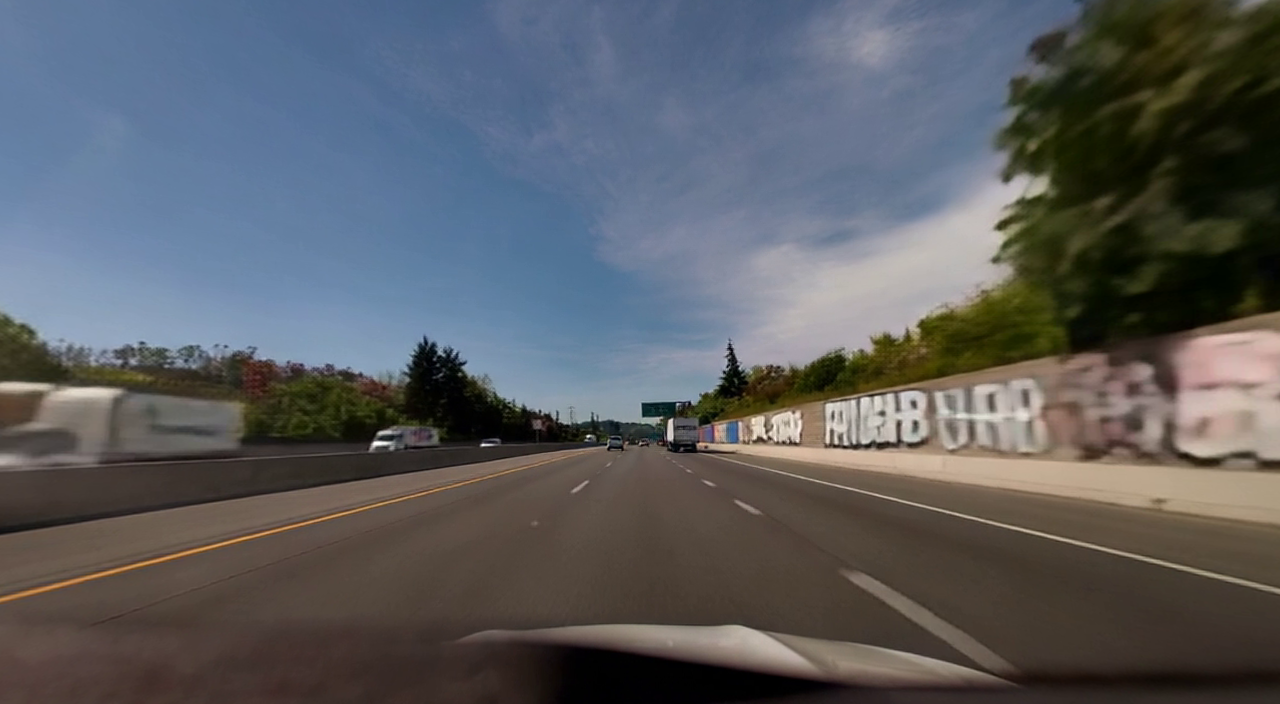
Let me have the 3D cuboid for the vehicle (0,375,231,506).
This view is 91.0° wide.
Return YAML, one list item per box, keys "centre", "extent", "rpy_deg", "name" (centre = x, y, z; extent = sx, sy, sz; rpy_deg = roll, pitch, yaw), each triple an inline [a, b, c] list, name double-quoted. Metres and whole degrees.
- centre: [-16.854, 2.697, 19.182]
  extent: [2.741, 3.130, 8.961]
  rpy_deg: [-1, -8, 0]
  name: "vehicle"
